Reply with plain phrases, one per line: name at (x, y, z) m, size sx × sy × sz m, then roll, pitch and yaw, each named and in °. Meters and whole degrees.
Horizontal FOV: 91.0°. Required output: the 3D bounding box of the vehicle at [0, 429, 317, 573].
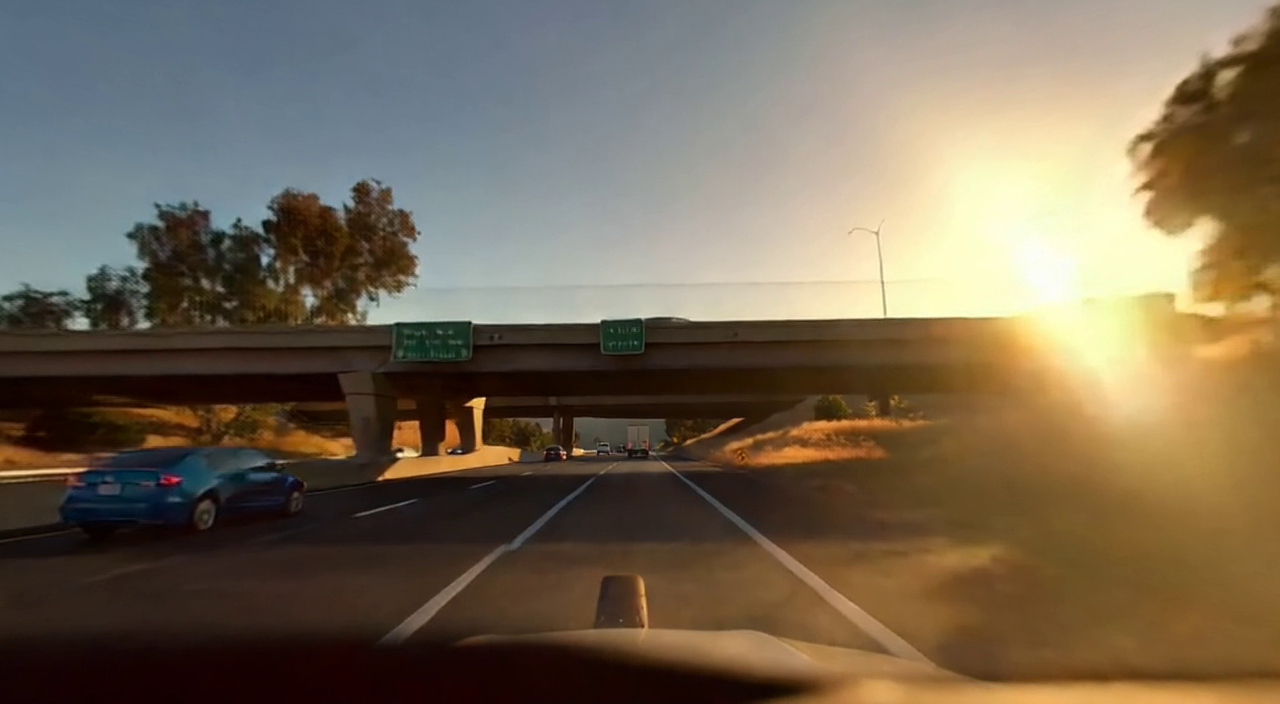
vehicle at (-6.997, 1.965, 9.186) m, size 2.096 × 1.541 × 4.610 m, roll 0°, pitch -8°, yaw 0°
